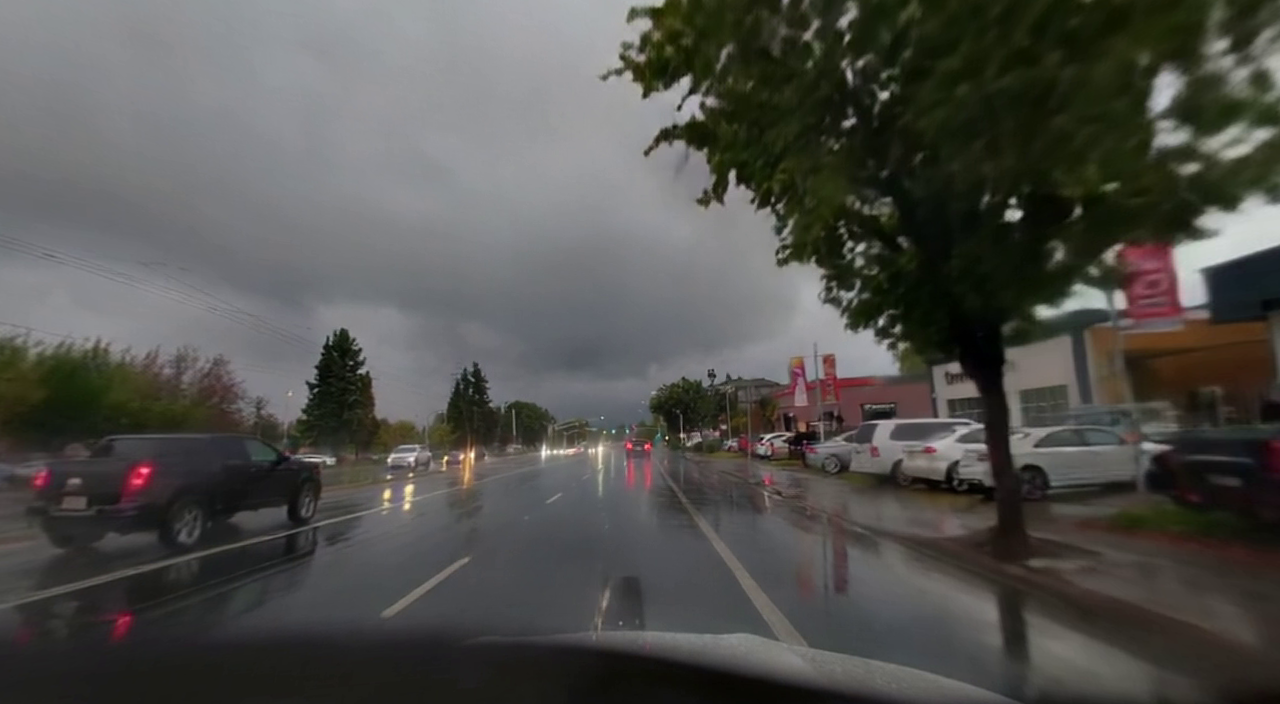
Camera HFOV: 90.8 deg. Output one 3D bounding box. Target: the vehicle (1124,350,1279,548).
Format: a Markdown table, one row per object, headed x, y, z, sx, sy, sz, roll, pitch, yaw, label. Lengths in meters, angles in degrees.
| x | y | z | sx | sy | sz | roll | pitch | yaw | label |
| --- | --- | --- | --- | --- | --- | --- | --- | --- | --- |
| 8.721 | 0.928 | 6.295 | 5.895 | 1.980 | 2.315 | -7 | -11 | 33 | vehicle |

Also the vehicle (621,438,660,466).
| x | y | z | sx | sy | sz | roll | pitch | yaw | label |
| --- | --- | --- | --- | --- | --- | --- | --- | --- | --- |
| -0.049 | 5.597 | 35.405 | 2.061 | 1.469 | 3.954 | 0 | -9 | -2 | vehicle |

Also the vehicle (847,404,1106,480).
| x | y | z | sx | sy | sz | roll | pitch | yaw | label |
| --- | --- | --- | --- | --- | --- | --- | --- | --- | --- |
| 9.294 | 2.552 | 17.929 | 5.976 | 1.994 | 2.295 | 0 | -8 | 0 | vehicle |

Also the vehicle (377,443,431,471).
| x | y | z | sx | sy | sz | roll | pitch | yaw | label |
| --- | --- | --- | --- | --- | --- | --- | --- | --- | --- |
| -16.497 | 7.352 | 44.396 | 2.127 | 1.716 | 4.548 | -4 | -8 | -1 | vehicle |

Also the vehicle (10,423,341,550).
| x | y | z | sx | sy | sz | roll | pitch | yaw | label |
| --- | --- | --- | --- | --- | --- | --- | --- | --- | --- |
| -7.224 | 2.116 | 10.689 | 2.038 | 1.649 | 4.665 | 0 | -9 | 0 | vehicle |
